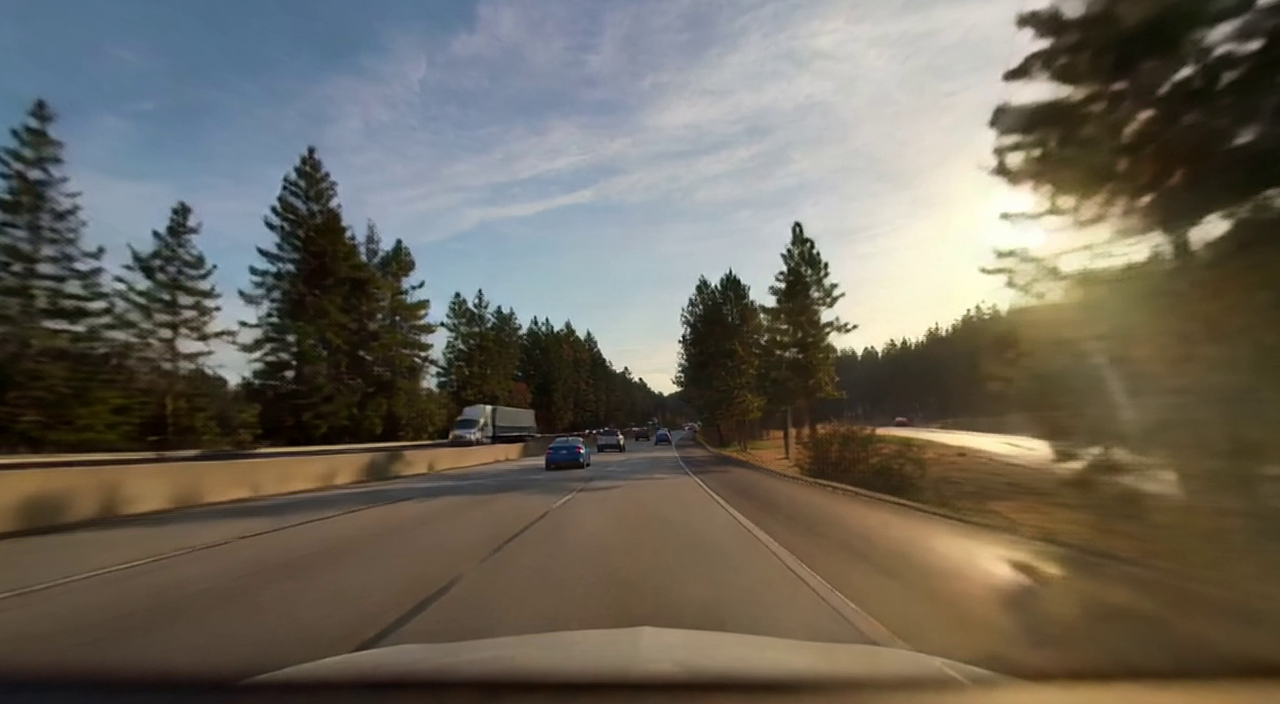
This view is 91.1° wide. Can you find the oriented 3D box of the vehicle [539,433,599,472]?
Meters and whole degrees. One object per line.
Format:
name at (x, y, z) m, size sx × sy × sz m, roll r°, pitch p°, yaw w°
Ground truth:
vehicle at (-3.082, 4.534, 28.436) m, size 2.053 × 1.589 × 4.671 m, roll -1°, pitch -9°, yaw 2°
